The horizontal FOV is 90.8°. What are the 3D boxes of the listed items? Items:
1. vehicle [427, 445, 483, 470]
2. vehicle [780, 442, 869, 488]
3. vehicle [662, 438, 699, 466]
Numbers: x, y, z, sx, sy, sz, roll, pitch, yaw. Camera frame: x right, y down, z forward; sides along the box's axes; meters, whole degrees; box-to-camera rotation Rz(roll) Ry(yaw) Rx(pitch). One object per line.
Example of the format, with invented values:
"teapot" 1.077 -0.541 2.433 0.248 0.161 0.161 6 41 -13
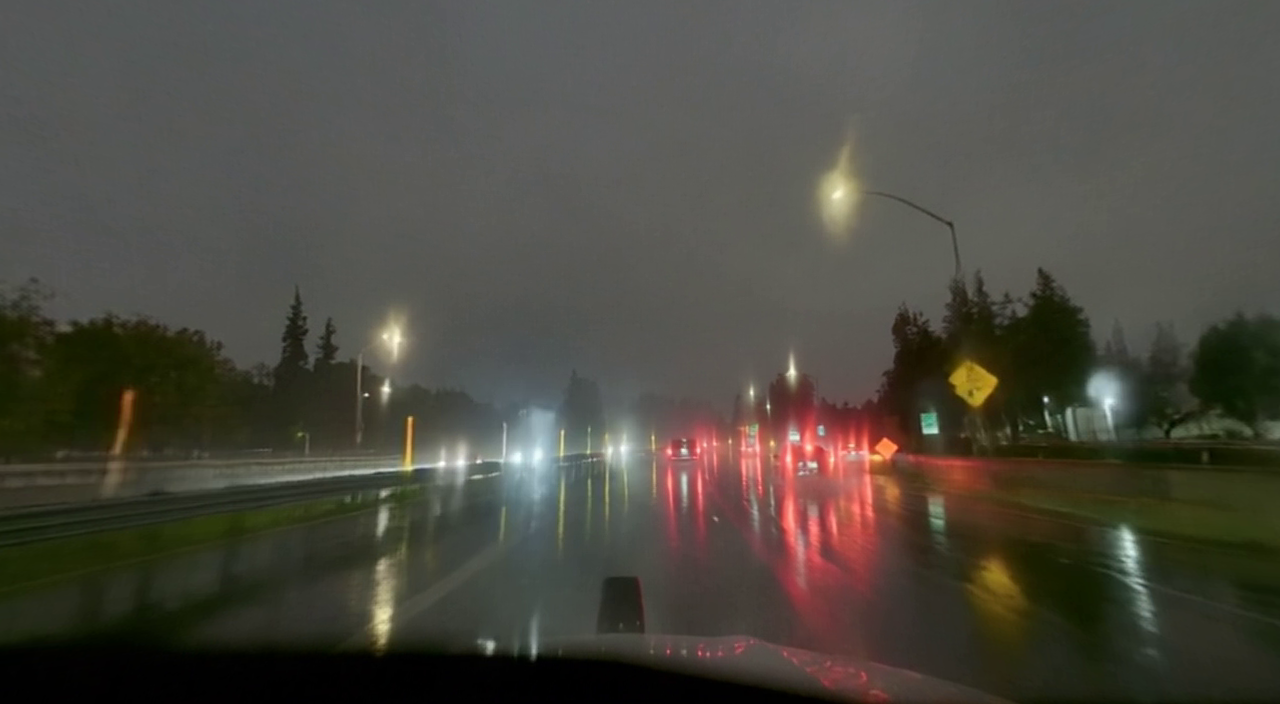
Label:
"vehicle" -13.158 7.516 45.244 2.186 1.628 4.551 -1 -9 6
"vehicle" 6.427 3.977 22.527 2.044 1.474 4.083 0 -8 2
"vehicle" 2.688 6.468 41.012 2.201 1.676 4.541 -1 -9 6
